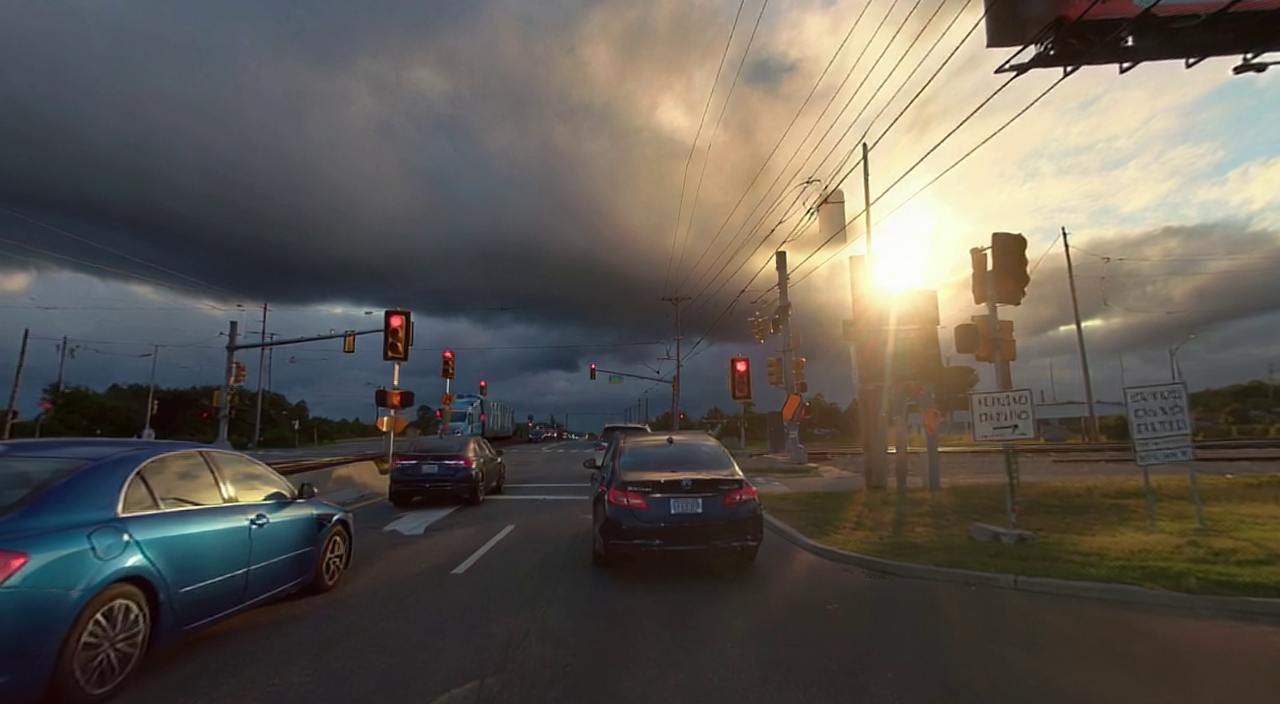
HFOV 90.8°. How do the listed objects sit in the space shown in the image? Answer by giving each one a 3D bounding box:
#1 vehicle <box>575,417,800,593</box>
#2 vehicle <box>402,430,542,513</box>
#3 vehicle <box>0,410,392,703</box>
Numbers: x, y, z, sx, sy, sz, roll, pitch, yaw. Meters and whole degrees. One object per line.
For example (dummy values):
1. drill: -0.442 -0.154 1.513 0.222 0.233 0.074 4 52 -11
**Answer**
1. vehicle: 0.323 1.652 7.653 1.998 1.529 3.960 0 -9 -3
2. vehicle: -3.369 2.481 13.552 1.984 1.505 3.982 0 -9 -1
3. vehicle: -3.711 1.277 4.602 1.956 1.468 4.585 0 -8 0
